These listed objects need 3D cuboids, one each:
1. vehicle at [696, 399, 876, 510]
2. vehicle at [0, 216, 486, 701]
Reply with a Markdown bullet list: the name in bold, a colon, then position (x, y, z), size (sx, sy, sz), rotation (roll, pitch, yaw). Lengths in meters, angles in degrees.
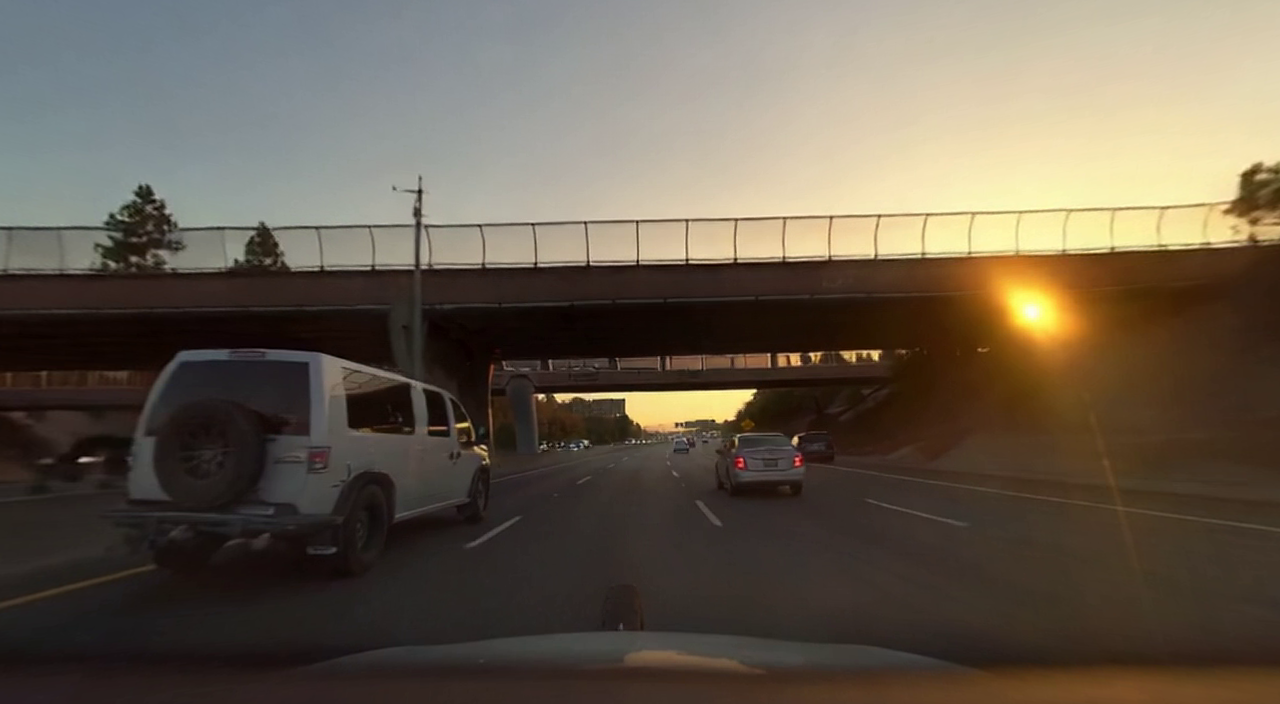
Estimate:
- **vehicle**: position (3.005, 2.361, 14.897), size (2.693, 2.044, 5.882), rotation (-1, -8, -1)
- **vehicle**: position (-3.554, 0.981, 6.573), size (2.369, 2.682, 6.088), rotation (-1, -8, 0)
